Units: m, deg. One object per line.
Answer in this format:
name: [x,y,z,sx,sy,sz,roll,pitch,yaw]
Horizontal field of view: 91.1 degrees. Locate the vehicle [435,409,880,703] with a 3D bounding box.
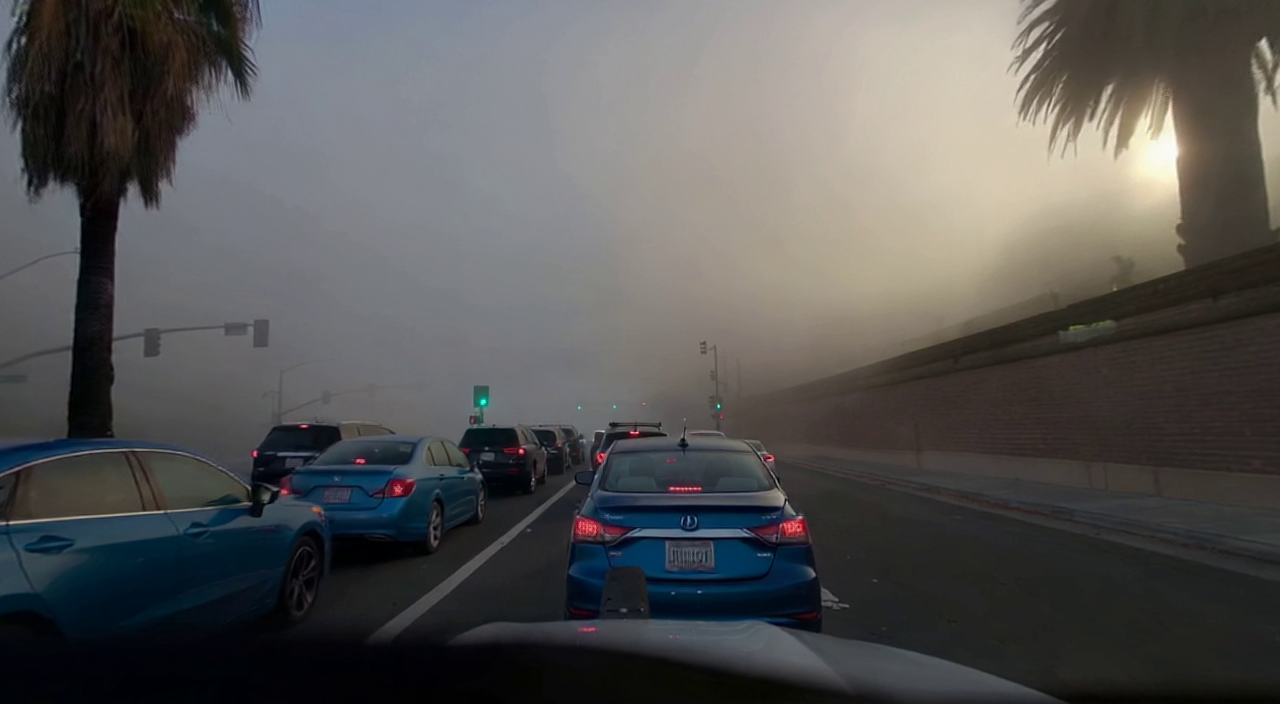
vehicle: [0.039,1.335,5.206,2.128,1.473,4.272,0,-8,-1]

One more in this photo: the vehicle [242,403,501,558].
vehicle: [-3.520,1.772,9.285,2.055,1.746,4.136,0,-8,-1]

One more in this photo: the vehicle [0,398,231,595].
vehicle: [-6.672,1.402,6.397,1.963,1.721,4.662,0,-8,-2]
